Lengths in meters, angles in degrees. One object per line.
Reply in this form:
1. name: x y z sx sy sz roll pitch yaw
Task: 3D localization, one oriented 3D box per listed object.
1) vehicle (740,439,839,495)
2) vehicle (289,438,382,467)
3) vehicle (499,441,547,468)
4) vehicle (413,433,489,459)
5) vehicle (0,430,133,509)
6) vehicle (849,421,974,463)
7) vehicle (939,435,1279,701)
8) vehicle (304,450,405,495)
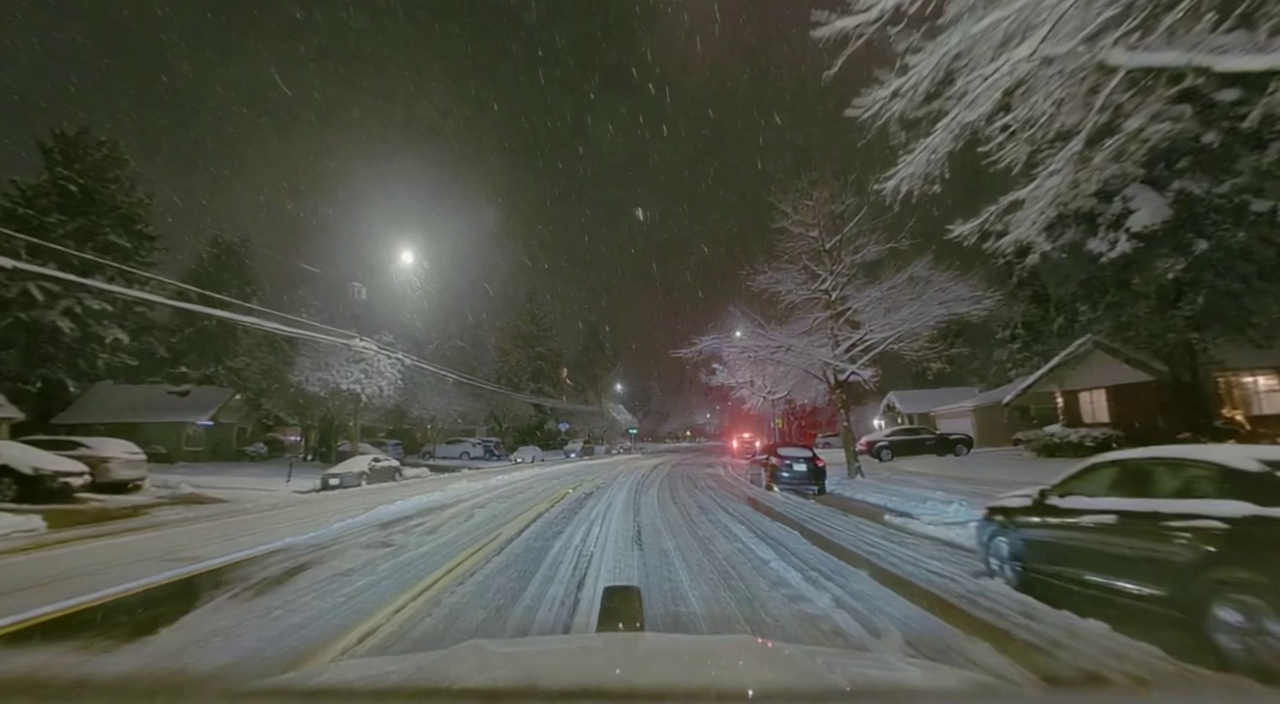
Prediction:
1. vehicle: 4.478 3.487 19.606 1.996 1.466 4.458 2 -8 0
2. vehicle: -18.546 6.107 38.435 4.610 1.714 2.160 -1 -9 10
3. vehicle: -8.579 7.538 46.423 2.105 1.776 4.657 -4 -9 8
4. vehicle: -14.725 7.337 49.131 5.192 1.915 2.200 -1 -8 10
5. vehicle: -18.357 3.201 17.602 6.258 2.005 2.256 1 -7 -2
6. vehicle: 13.358 4.452 31.286 5.216 1.972 2.122 -1 -7 4
7. vehicle: 4.489 1.486 5.097 2.006 1.440 4.248 5 -8 -1
8. vehicle: -11.369 4.800 25.365 2.091 1.461 4.058 -5 -9 2
